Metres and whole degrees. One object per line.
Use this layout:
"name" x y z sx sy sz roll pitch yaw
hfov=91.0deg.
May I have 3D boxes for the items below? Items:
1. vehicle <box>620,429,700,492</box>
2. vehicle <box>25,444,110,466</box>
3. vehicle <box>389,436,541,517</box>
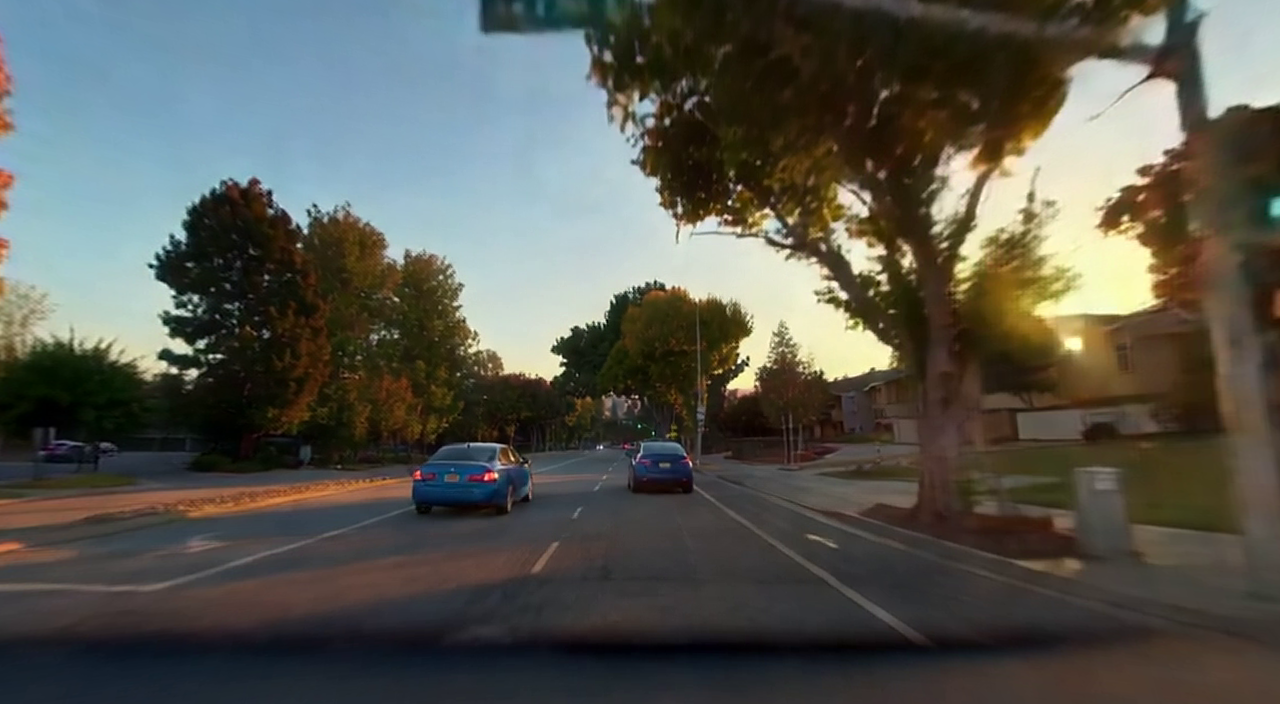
"vehicle" 0.497 3.455 20.475 2.215 1.799 4.426 0 -8 -3
"vehicle" -40.704 7.328 44.917 1.856 1.459 4.521 0 -8 -1
"vehicle" -3.466 2.533 13.393 2.036 1.447 4.044 0 -8 0
